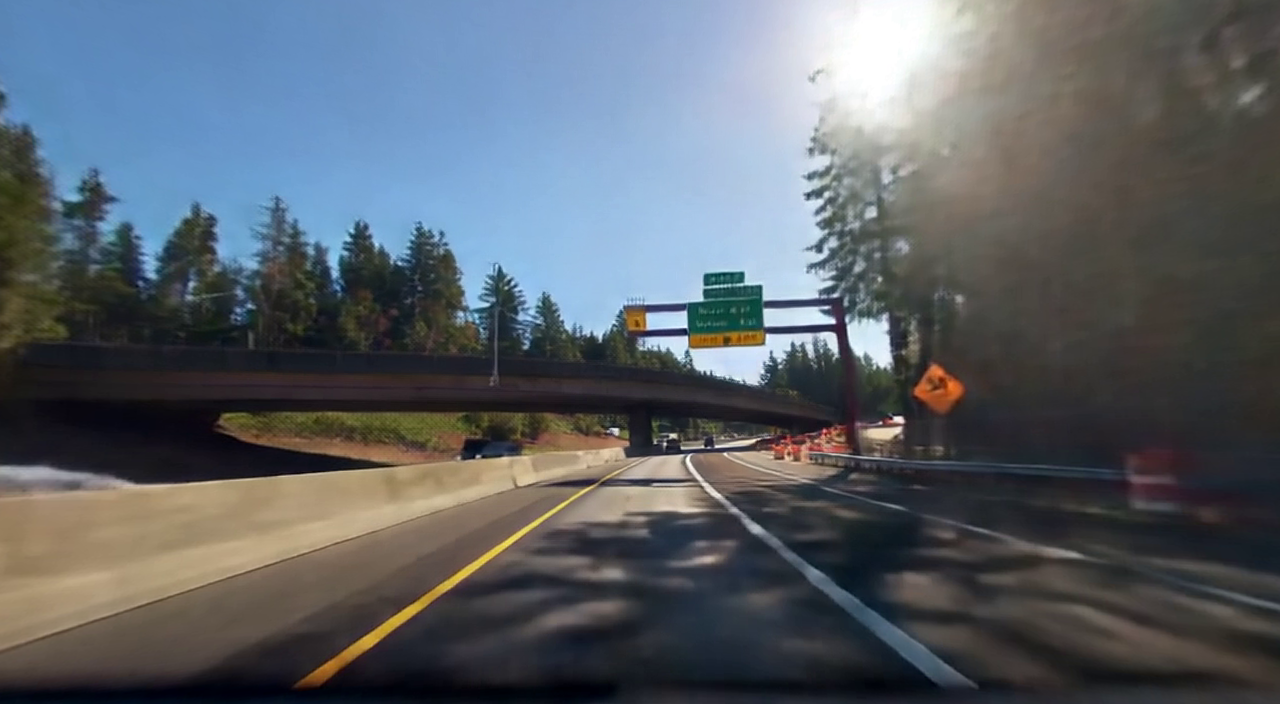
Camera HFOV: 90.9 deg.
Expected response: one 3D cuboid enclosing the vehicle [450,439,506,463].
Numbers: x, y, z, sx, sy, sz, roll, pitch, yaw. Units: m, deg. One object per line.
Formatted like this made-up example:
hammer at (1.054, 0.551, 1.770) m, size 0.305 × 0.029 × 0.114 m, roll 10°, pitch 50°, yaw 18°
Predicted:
vehicle at (-12.288, 7.511, 48.205) m, size 2.324 × 1.720 × 5.521 m, roll -1°, pitch -8°, yaw 6°
